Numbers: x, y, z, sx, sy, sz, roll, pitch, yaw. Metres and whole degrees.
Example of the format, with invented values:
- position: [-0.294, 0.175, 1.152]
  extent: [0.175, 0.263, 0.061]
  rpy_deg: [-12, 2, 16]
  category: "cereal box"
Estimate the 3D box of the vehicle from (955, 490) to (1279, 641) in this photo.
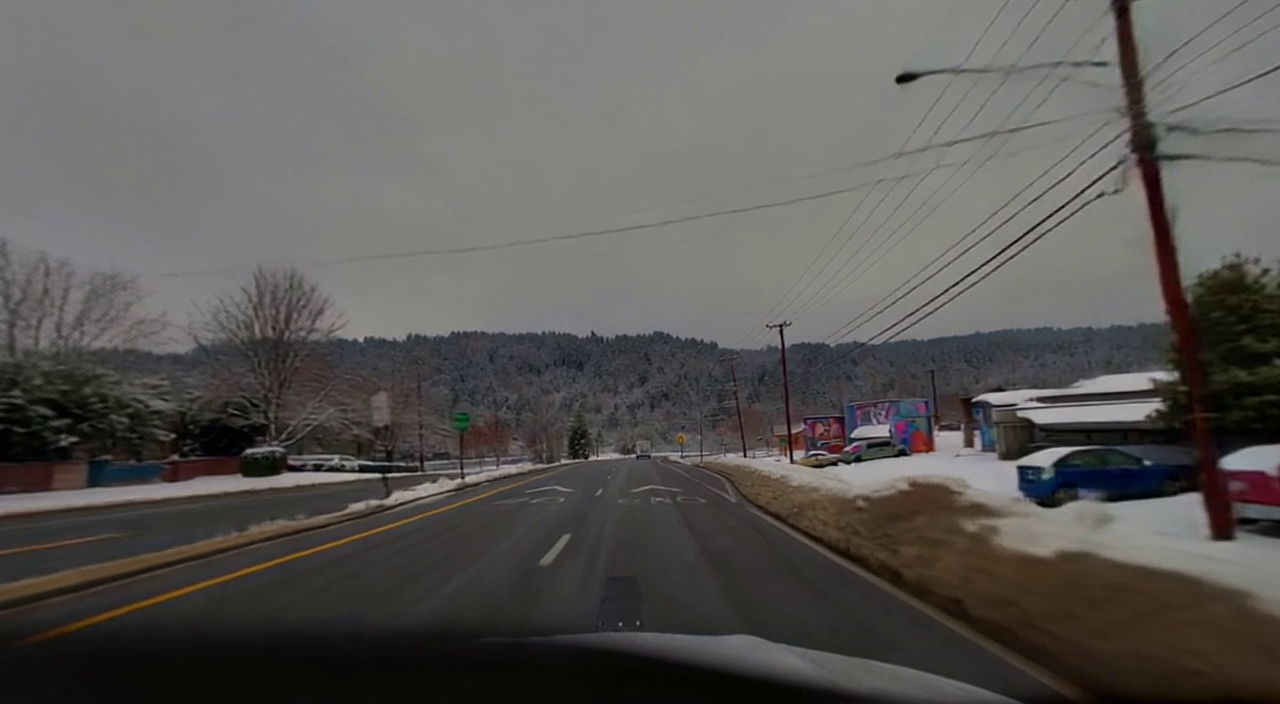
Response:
- position: [6.673, 2.959, 9.514]
  extent: [1.781, 1.432, 4.169]
  rpy_deg: [0, -9, 2]
  category: "vehicle"

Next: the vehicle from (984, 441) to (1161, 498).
- position: [15.263, 4.148, 22.500]
  extent: [4.798, 1.934, 1.908]
  rpy_deg: [0, -8, 0]
  category: "vehicle"

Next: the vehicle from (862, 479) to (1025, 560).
- position: [6.883, 3.818, 14.881]
  extent: [1.797, 1.401, 4.088]
  rpy_deg: [0, -8, 0]
  category: "vehicle"

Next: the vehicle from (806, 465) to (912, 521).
- position: [6.901, 4.463, 20.418]
  extent: [1.838, 1.475, 4.152]
  rpy_deg: [0, -9, -2]
  category: "vehicle"
